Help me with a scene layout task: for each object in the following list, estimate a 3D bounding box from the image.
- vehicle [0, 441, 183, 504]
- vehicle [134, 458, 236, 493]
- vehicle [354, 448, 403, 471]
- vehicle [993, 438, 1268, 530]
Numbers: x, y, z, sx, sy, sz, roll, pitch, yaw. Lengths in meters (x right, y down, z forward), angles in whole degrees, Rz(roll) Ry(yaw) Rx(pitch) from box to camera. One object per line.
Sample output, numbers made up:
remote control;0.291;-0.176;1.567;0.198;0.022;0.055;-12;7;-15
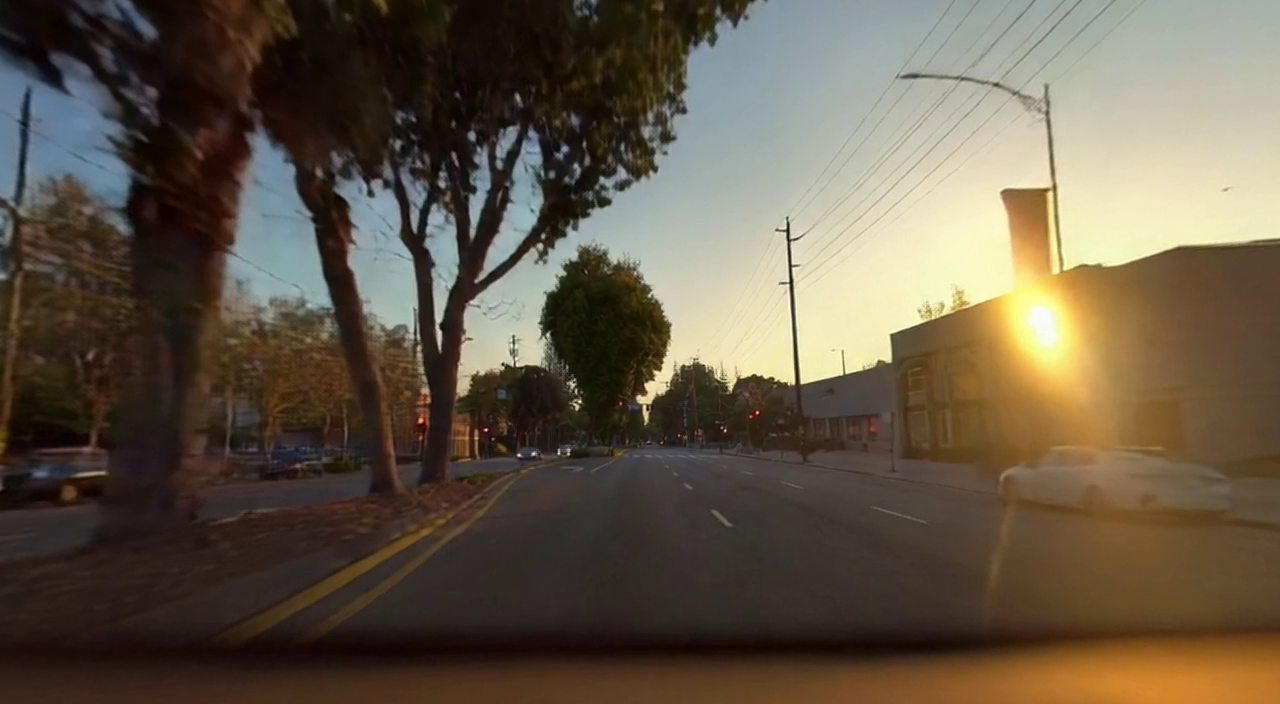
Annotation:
vehicle;-19.466;4.190;22.561;2.085;1.957;5.548;0;-9;0
vehicle;-19.454;5.288;27.198;1.928;1.336;3.353;0;-9;-1
vehicle;-19.345;7.934;46.926;1.851;1.584;4.035;0;-9;0
vehicle;9.754;2.623;13.236;1.919;1.546;4.730;0;-9;-1
